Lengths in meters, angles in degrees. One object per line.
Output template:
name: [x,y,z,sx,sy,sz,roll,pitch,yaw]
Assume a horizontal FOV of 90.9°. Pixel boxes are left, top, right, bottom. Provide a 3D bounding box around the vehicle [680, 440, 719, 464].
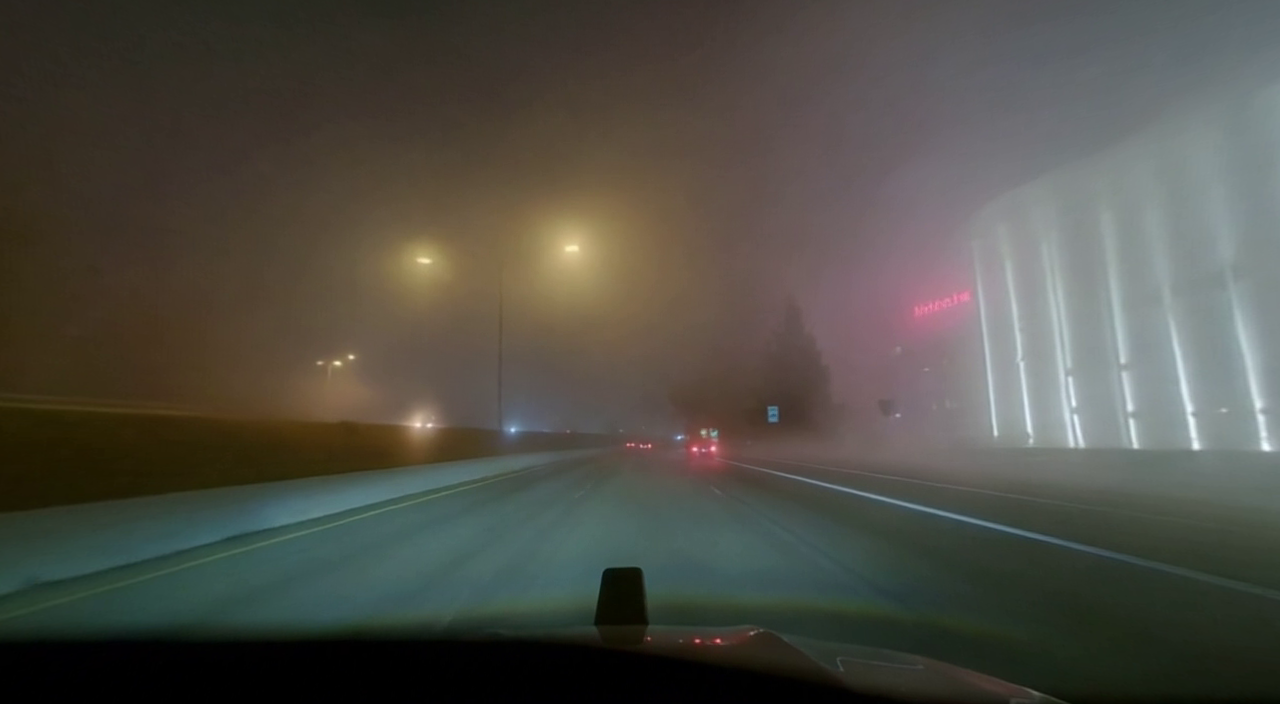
vehicle: [3.822,6.539,41.339,2.069,1.431,4.313,0,-8,-1]
